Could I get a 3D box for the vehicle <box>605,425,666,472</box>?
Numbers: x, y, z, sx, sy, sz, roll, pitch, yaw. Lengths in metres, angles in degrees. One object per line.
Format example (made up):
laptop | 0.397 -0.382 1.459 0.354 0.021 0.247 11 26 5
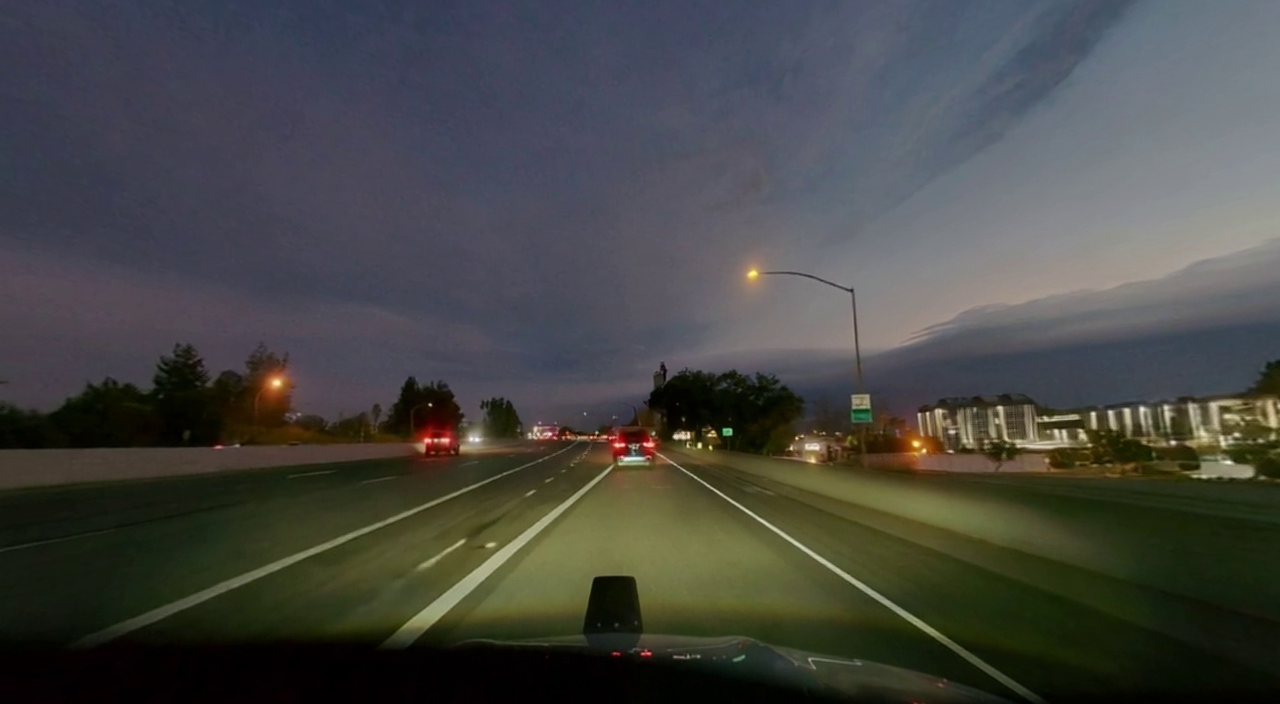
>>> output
vehicle | -0.234 4.393 28.867 2.497 1.957 5.432 0 -8 -1
